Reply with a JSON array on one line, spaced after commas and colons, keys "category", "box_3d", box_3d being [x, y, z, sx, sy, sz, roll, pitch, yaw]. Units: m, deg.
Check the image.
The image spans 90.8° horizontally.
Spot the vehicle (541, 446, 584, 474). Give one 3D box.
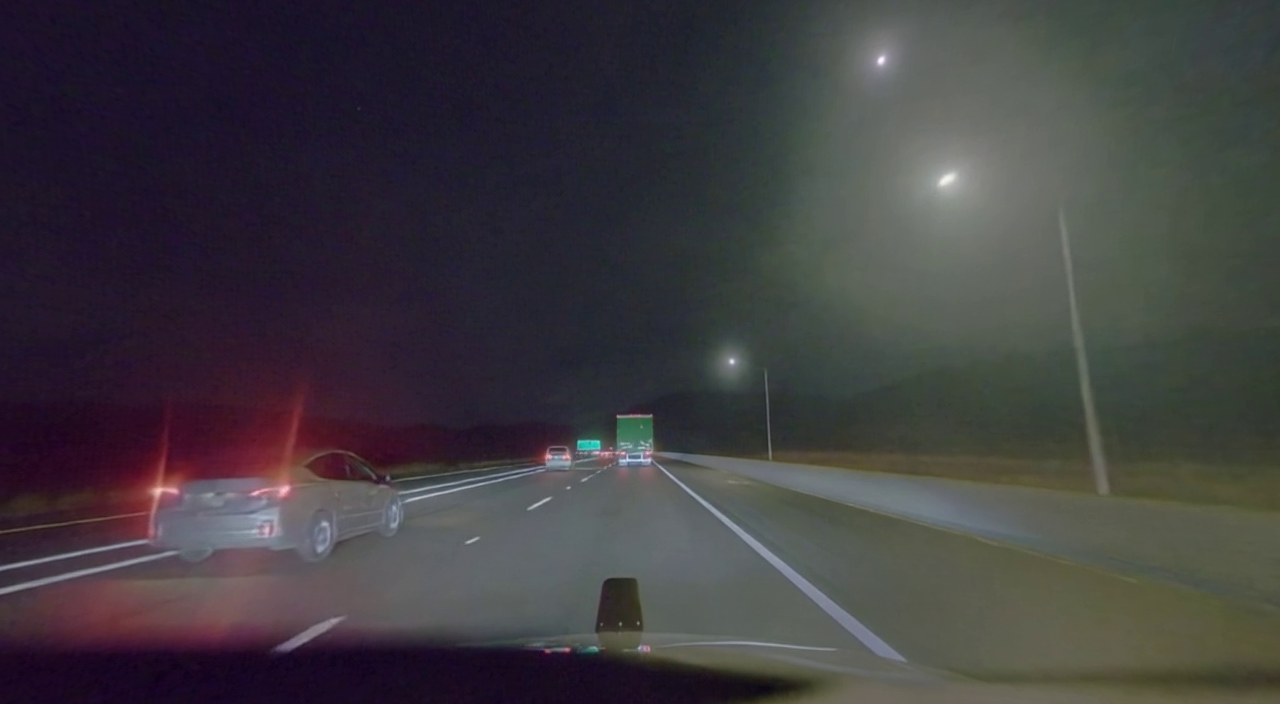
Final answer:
[{"category": "vehicle", "box_3d": [-4.426, 6.230, 36.688, 1.978, 1.507, 4.062, 0, -9, 0]}]

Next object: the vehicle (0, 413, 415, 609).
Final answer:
[{"category": "vehicle", "box_3d": [-4.444, 1.653, 7.446, 1.991, 1.618, 4.211, 0, -9, 0]}]
